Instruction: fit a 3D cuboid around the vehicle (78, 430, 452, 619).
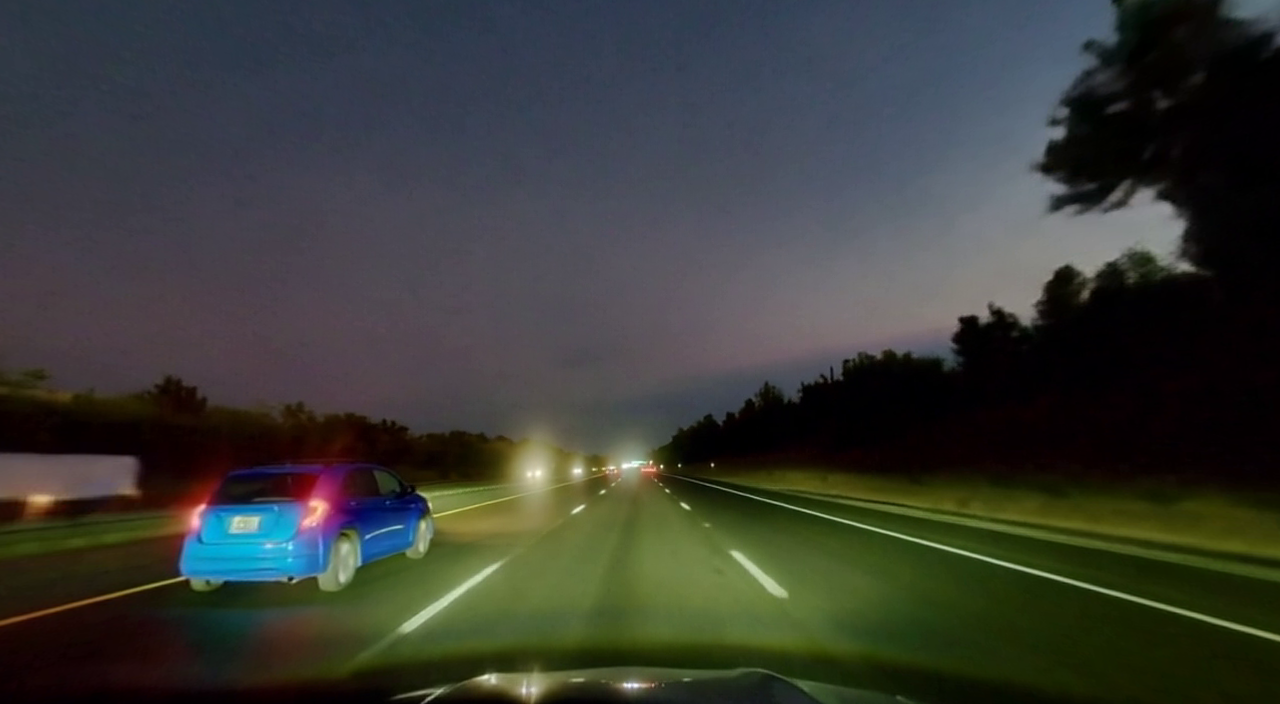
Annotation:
[{"bbox_3d":[-3.752,1.815,7.368,1.797,1.532,4.072,1,-10,0],"label":"vehicle"}]
